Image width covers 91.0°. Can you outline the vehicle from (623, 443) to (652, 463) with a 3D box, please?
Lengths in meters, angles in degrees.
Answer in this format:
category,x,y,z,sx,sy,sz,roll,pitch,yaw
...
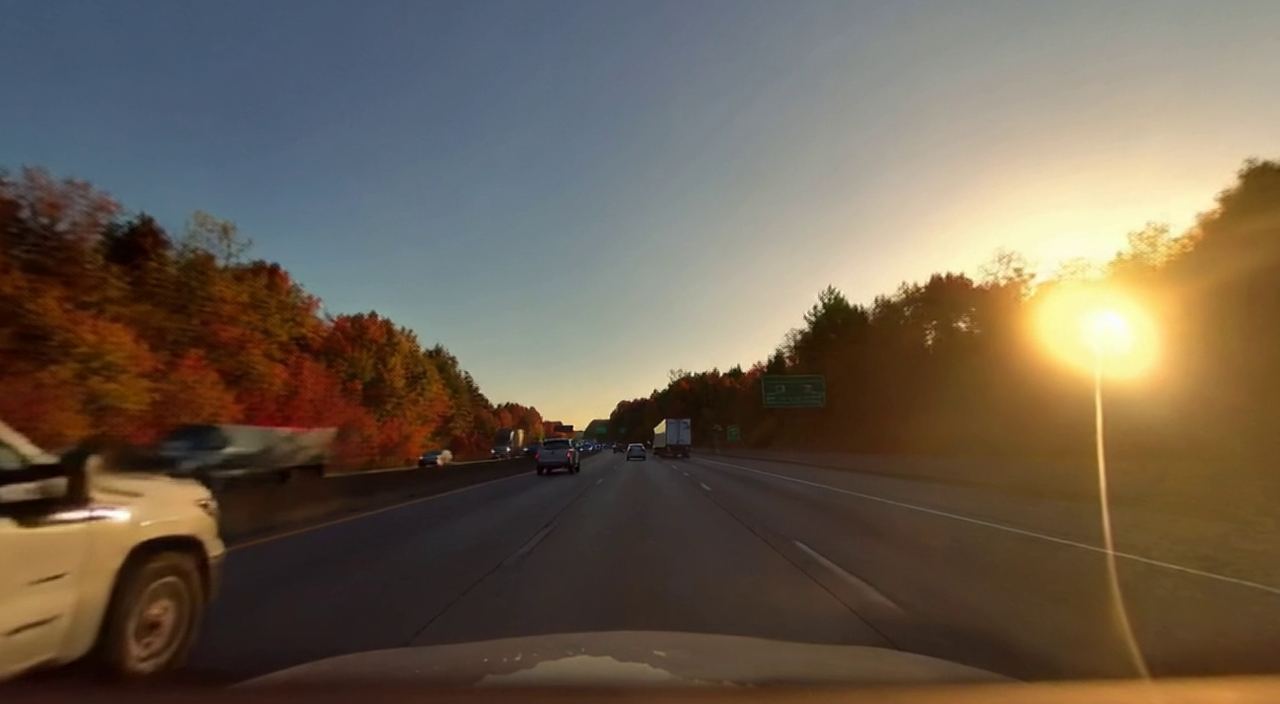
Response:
category,x,y,z,sx,sy,sz,roll,pitch,yaw
vehicle,-0.200,7.805,48.730,2.152,1.484,4.211,0,-8,0

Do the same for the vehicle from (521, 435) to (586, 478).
category,x,y,z,sx,sy,sz,roll,pitch,yaw
vehicle,-3.639,4.514,27.415,2.077,1.669,4.739,0,-8,1

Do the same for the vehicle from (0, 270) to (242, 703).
category,x,y,z,sx,sy,sz,roll,pitch,yaw
vehicle,-3.471,0.472,0.988,2.180,1.916,5.263,0,-8,1

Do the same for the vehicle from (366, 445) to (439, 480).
category,x,y,z,sx,sy,sz,roll,pitch,yaw
vehicle,-10.932,5.101,29.299,1.860,1.464,4.218,0,-8,-2
